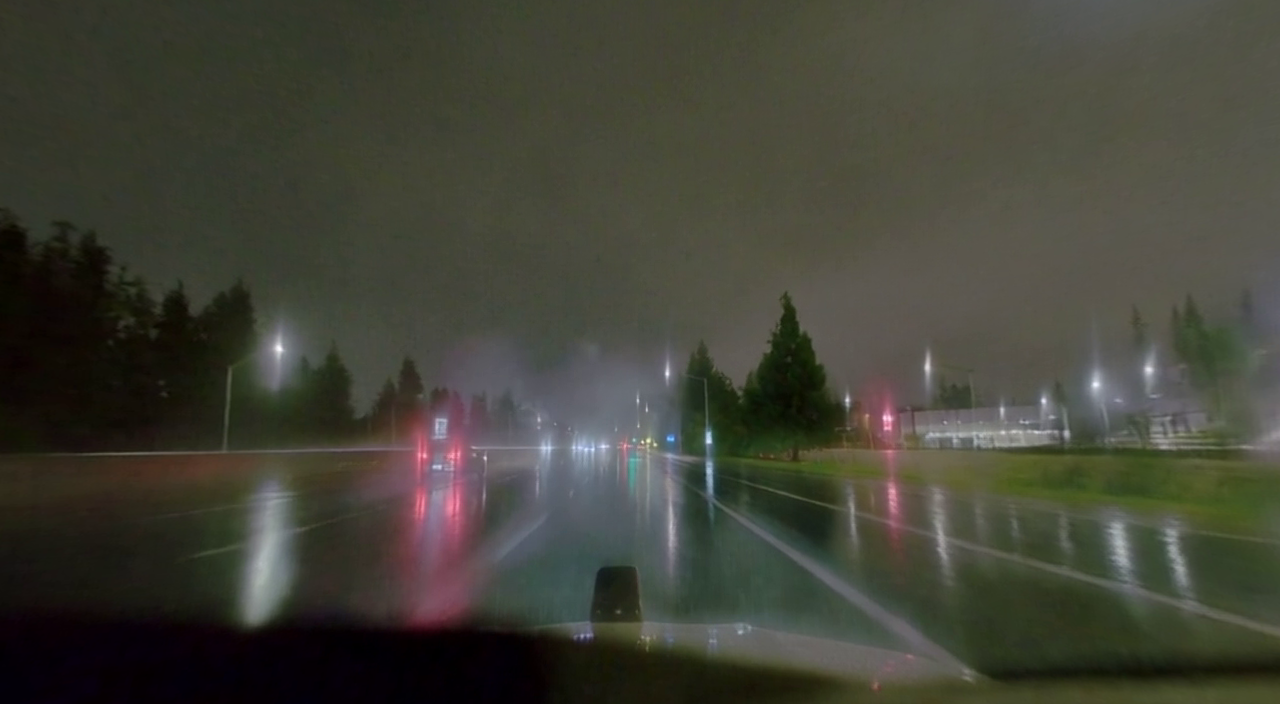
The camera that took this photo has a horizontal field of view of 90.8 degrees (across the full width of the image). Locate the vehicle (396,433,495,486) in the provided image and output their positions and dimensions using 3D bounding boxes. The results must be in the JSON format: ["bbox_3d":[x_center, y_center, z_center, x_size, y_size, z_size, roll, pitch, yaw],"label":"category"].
[{"bbox_3d":[-7.205,4.029,24.043,2.231,1.807,4.758,0,-8,0],"label":"vehicle"}]
